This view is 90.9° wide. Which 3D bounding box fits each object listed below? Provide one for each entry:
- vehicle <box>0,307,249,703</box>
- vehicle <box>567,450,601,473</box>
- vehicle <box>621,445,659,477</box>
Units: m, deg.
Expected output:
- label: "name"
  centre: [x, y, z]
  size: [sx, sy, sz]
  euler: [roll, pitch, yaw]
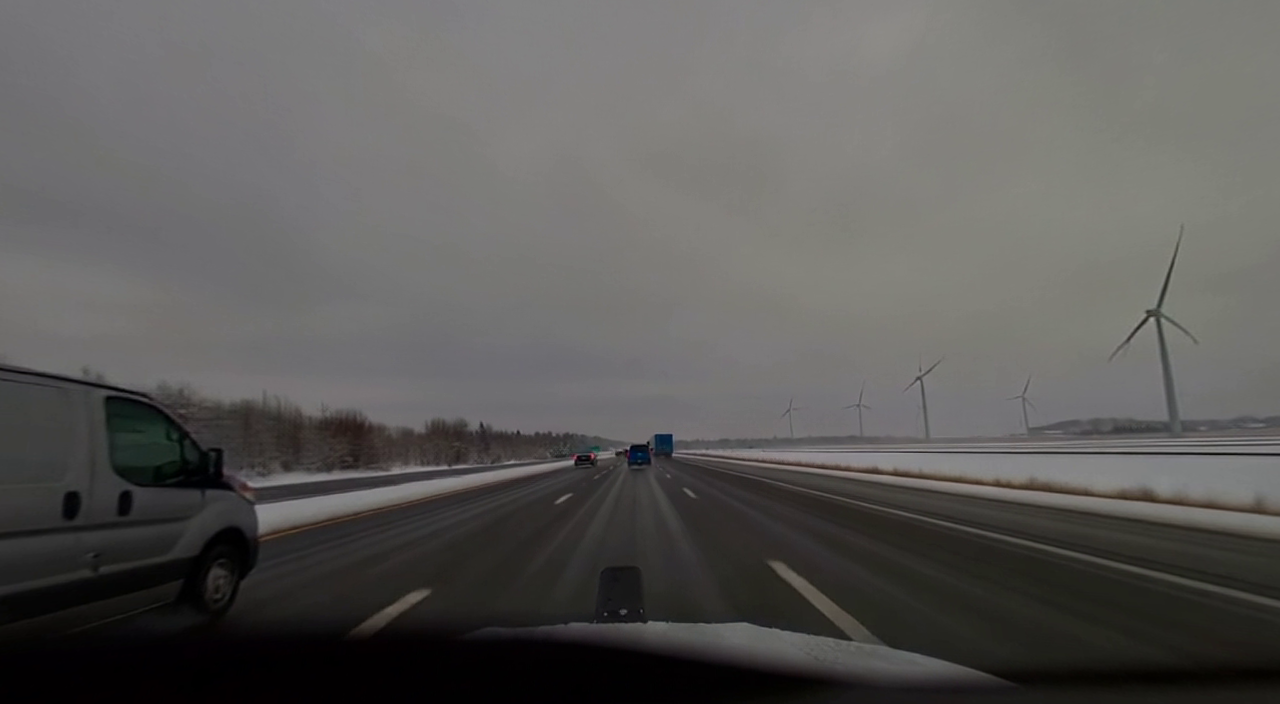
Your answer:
- label: "vehicle"
  centre: [-4.139, 0.711, 2.432]
  size: [2.238, 1.984, 4.650]
  euler: [0, -9, 0]
- label: "vehicle"
  centre: [-3.875, 7.656, 44.345]
  size: [1.984, 1.491, 4.341]
  euler: [0, -9, 0]
- label: "vehicle"
  centre: [-0.018, 6.303, 36.676]
  size: [2.083, 1.689, 4.083]
  euler: [0, -9, -1]
